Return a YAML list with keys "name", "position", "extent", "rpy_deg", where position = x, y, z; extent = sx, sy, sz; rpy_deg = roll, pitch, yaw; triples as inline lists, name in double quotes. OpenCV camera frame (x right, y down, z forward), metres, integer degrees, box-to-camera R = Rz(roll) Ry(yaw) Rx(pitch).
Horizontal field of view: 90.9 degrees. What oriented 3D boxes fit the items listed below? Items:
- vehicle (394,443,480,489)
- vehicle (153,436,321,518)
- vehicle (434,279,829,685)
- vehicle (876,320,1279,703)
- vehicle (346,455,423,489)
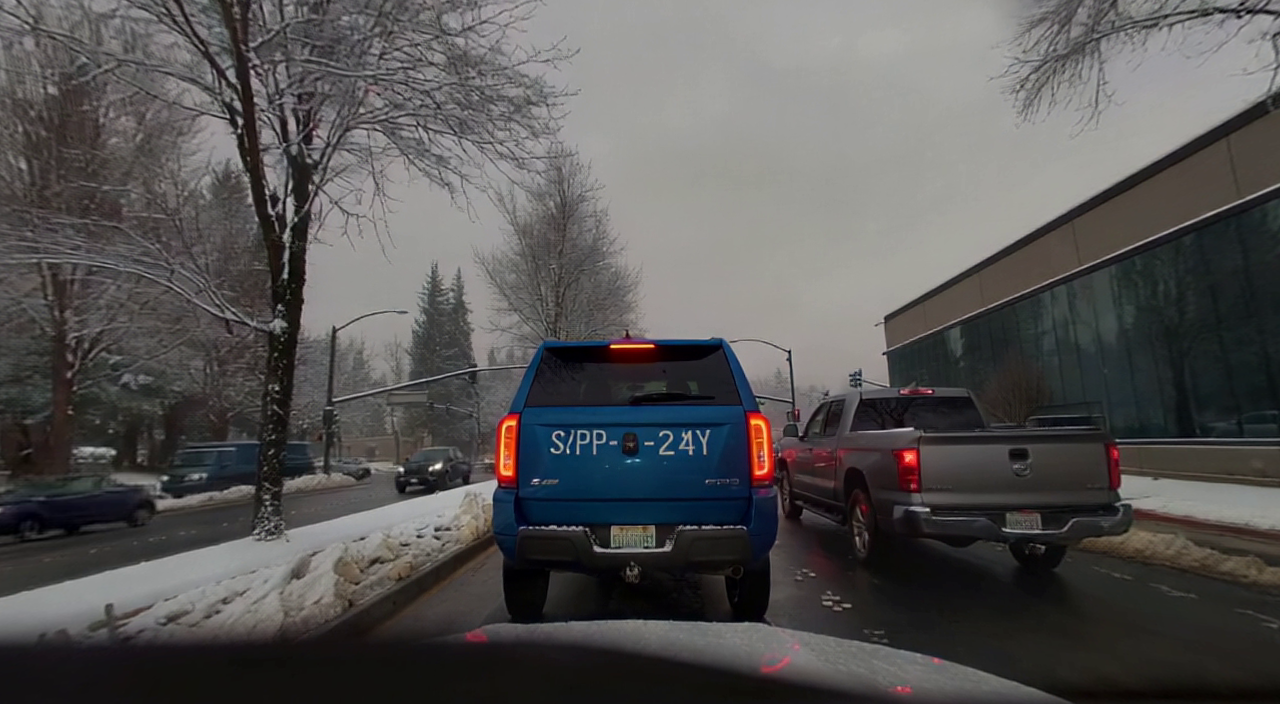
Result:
- name: "vehicle"
  position: [-9.033, 5.078, 28.622]
  extent: [2.128, 1.868, 4.863]
  rpy_deg: [0, -8, 2]
- name: "vehicle"
  position: [-15.998, 4.932, 25.714]
  extent: [2.741, 2.730, 6.221]
  rpy_deg: [-3, -8, 0]
- name: "vehicle"
  position: [0.011, 1.043, 5.948]
  extent: [2.267, 2.372, 4.366]
  rpy_deg: [0, -8, 2]
- name: "vehicle"
  position: [3.074, 0.987, 3.465]
  extent: [2.022, 1.700, 4.410]
  rpy_deg: [0, -8, 3]
- name: "vehicle"
  position: [-15.492, 7.277, 38.702]
  extent: [2.214, 1.815, 5.613]
  rpy_deg: [0, -8, 2]
